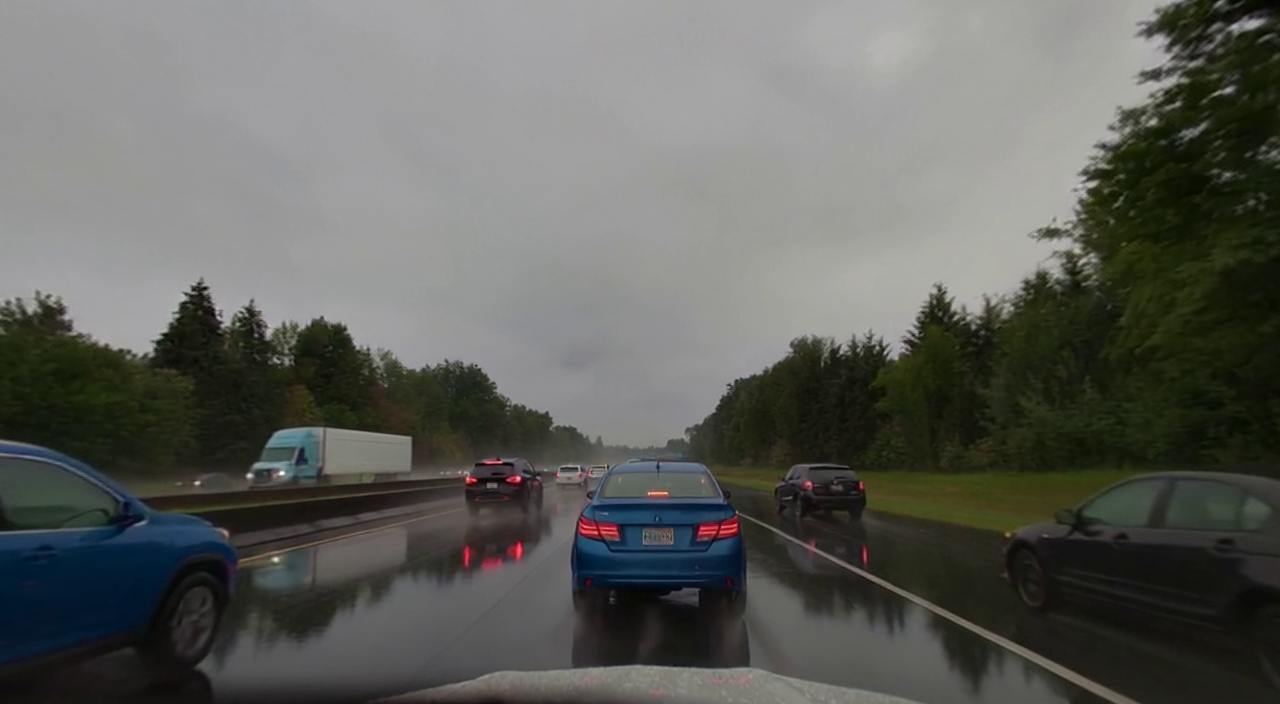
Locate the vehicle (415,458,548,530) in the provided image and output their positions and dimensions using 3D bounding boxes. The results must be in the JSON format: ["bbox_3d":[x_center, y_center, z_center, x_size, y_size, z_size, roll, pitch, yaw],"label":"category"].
[{"bbox_3d":[-3.731,3.468,15.827,1.960,1.502,4.593,0,-11,2],"label":"vehicle"}]

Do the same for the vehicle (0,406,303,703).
[{"bbox_3d":[-3.901,1.086,3.180,1.994,1.556,4.263,1,-11,0],"label":"vehicle"}]

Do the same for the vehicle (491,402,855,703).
[{"bbox_3d":[0.171,1.548,5.745,2.057,1.725,4.126,1,-11,-1],"label":"vehicle"}]

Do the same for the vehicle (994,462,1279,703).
[{"bbox_3d":[4.522,1.456,4.197,1.870,1.382,4.287,1,-11,1],"label":"vehicle"}]
